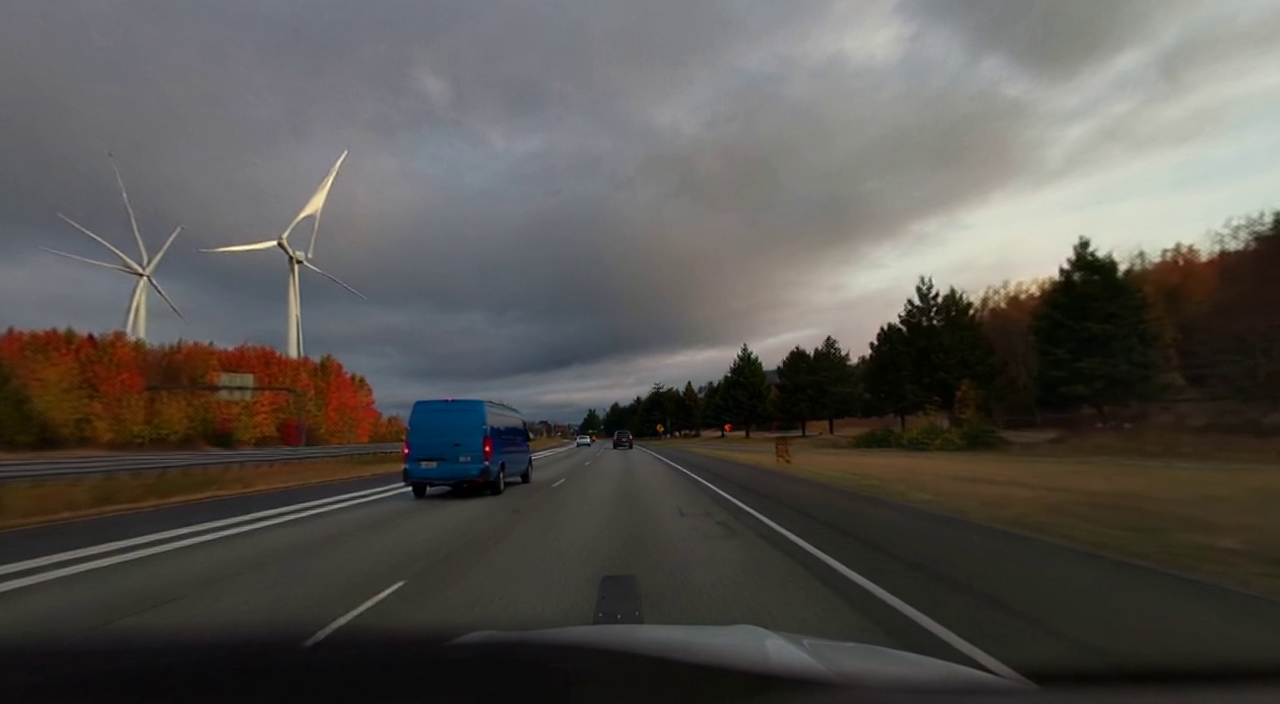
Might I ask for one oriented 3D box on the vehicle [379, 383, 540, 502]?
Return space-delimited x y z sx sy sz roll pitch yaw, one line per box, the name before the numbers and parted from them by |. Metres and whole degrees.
vehicle | -3.939 2.110 14.931 2.303 2.323 5.089 0 -8 0
